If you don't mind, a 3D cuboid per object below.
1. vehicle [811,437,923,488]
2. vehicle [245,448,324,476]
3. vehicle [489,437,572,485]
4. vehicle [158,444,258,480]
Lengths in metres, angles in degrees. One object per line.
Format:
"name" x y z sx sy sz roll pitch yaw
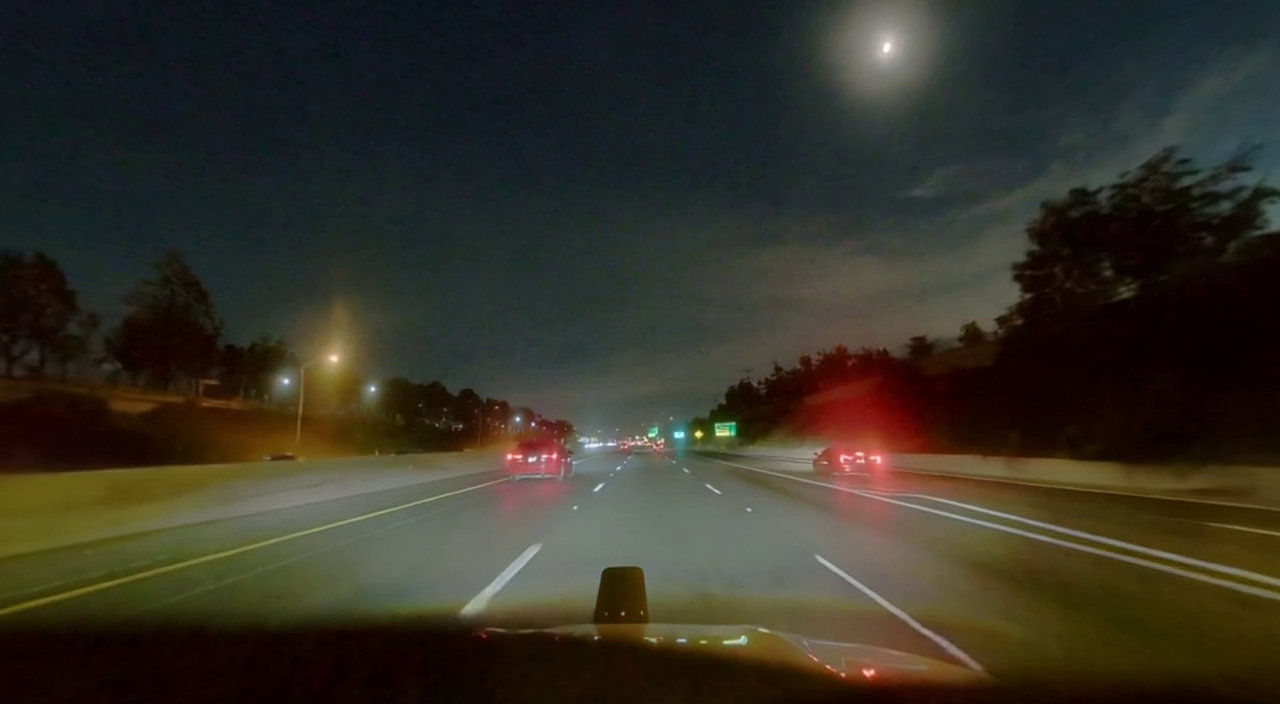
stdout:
"vehicle" 7.255 3.571 20.724 1.914 1.465 4.574 0 -8 -1
"vehicle" -20.750 6.435 37.052 1.891 1.489 4.682 0 -8 0
"vehicle" -3.840 3.924 23.008 2.085 1.533 4.861 0 -8 1
"vehicle" -24.484 6.224 36.059 1.997 1.847 5.313 0 -8 0
